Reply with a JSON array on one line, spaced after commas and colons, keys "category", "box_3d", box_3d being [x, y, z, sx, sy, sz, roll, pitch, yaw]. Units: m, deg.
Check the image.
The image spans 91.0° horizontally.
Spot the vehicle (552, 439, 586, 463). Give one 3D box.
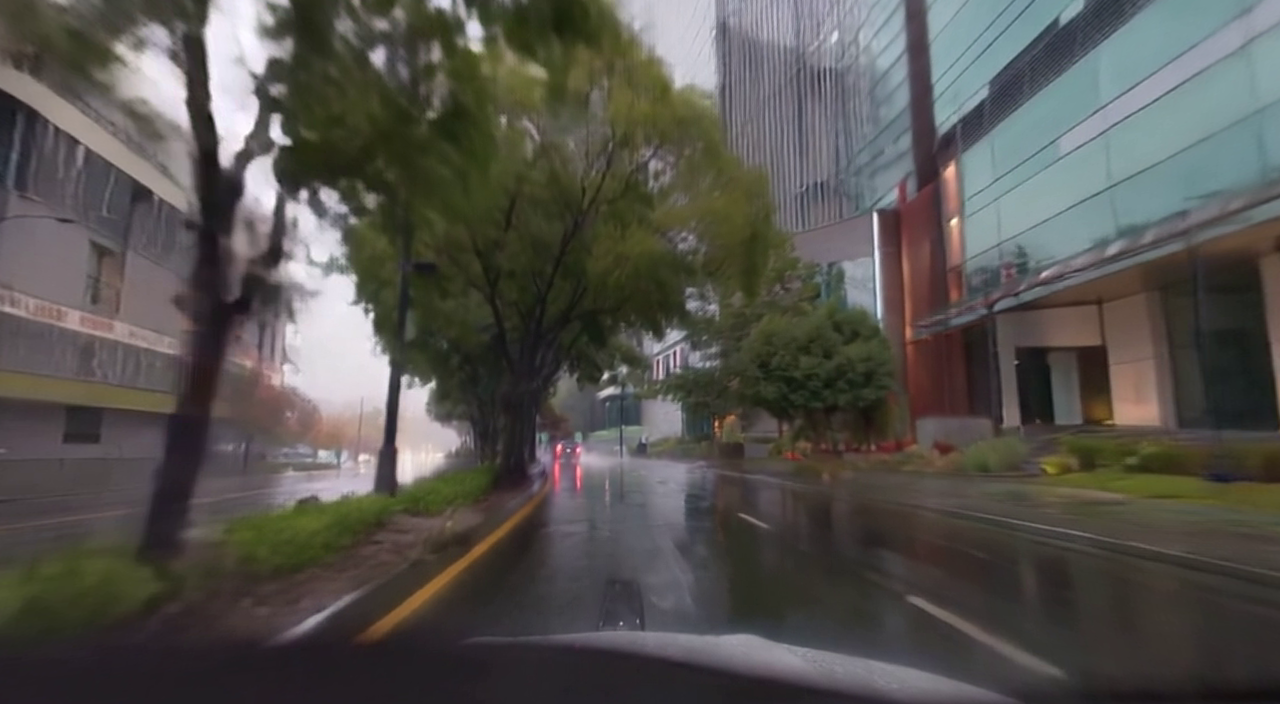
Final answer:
[{"category": "vehicle", "box_3d": [-5.660, 7.793, 49.885, 2.129, 1.816, 4.851, 2, -8, -13]}]
